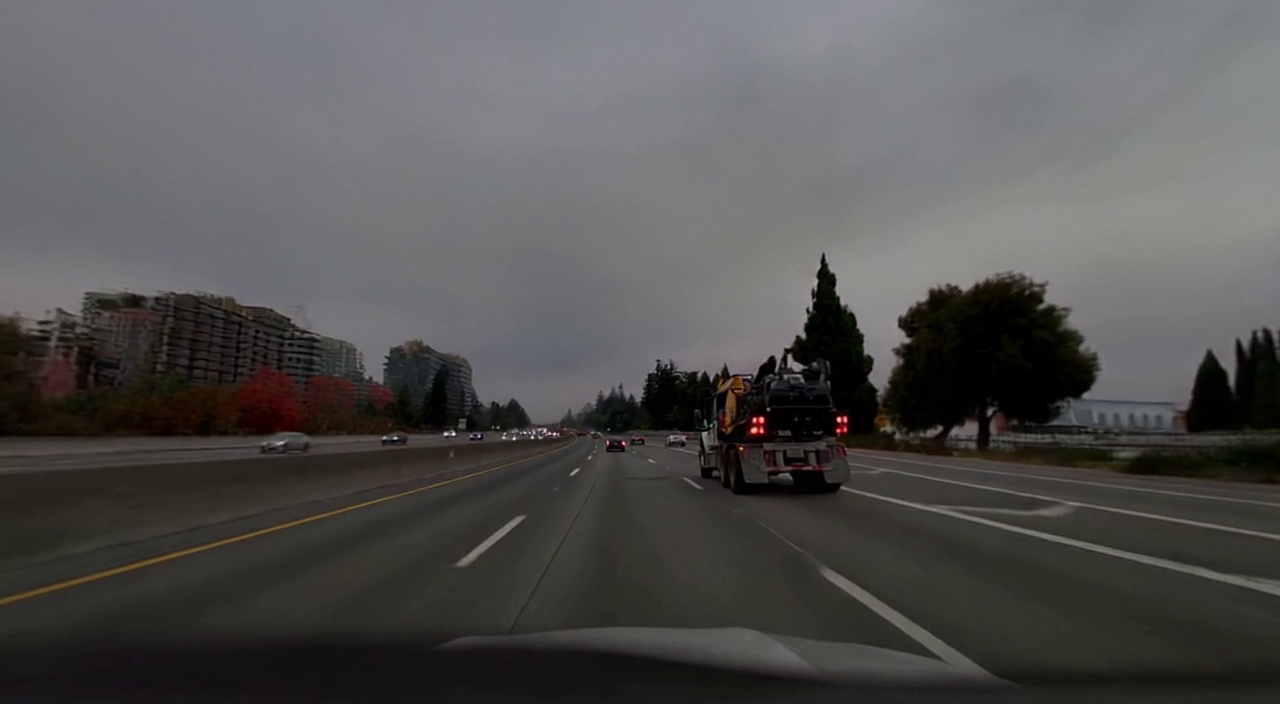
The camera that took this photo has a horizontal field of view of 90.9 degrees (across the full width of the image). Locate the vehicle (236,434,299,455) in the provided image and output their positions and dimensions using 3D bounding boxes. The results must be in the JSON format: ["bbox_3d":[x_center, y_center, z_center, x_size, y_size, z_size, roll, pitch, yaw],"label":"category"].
[{"bbox_3d":[-26.651,6.630,45.220,1.939,1.438,4.486,1,-8,-3],"label":"vehicle"}]

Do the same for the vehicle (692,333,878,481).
[{"bbox_3d":[3.475,1.712,17.684,2.833,3.180,8.004,1,-8,-4],"label":"vehicle"}]
